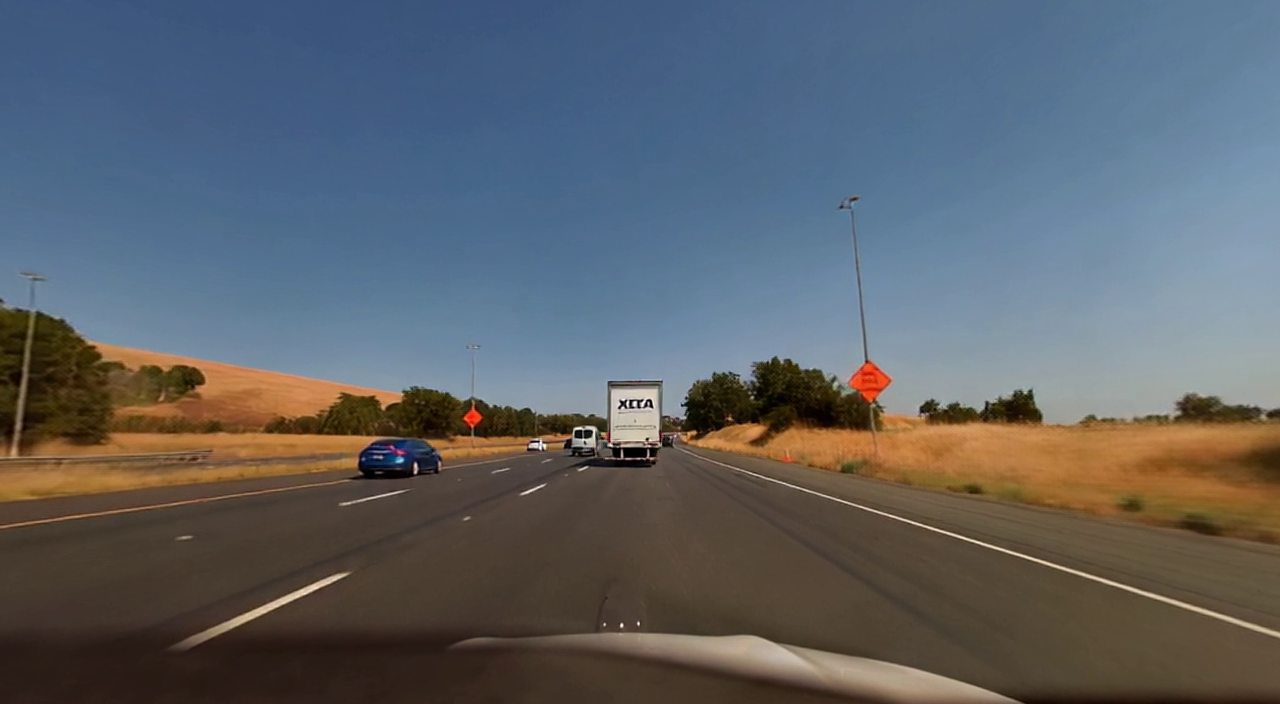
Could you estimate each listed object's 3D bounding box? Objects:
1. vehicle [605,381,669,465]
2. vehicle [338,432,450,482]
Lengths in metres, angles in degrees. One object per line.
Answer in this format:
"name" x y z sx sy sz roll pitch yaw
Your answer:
"vehicle" -0.197 4.405 36.289 3.183 4.011 9.617 -1 -11 0
"vehicle" -8.344 3.600 21.857 1.915 1.506 4.594 0 -8 2
